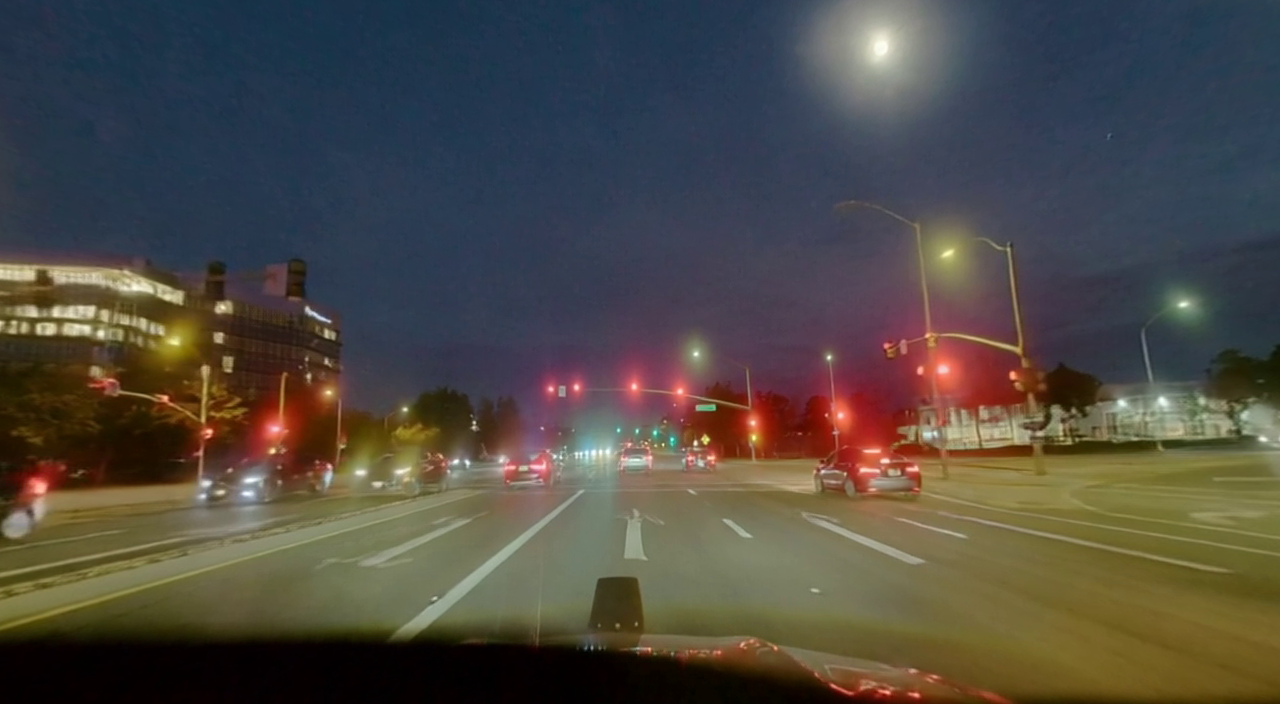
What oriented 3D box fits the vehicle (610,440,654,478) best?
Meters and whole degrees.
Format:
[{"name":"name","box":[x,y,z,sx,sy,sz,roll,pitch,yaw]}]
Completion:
[{"name":"vehicle","box":[-0.349,5.222,31.048,2.008,1.716,4.125,0,-8,0]}]

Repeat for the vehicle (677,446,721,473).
[{"name":"vehicle","box":[3.349,6.210,36.735,2.014,1.430,4.103,0,-8,-2]}]

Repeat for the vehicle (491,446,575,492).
[{"name":"vehicle","box":[-3.702,4.124,22.732,2.163,1.474,4.413,0,-8,2]}]

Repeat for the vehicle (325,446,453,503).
[{"name":"vehicle","box":[-7.423,3.628,19.279,2.013,1.488,4.596,0,-8,0]}]

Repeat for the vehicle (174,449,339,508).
[{"name":"vehicle","box":[-10.955,3.604,18.500,2.047,1.479,4.228,-1,-8,2]}]

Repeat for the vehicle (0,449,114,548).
[{"name":"vehicle","box":[-10.713,2.197,9.358,1.924,1.479,4.508,0,-8,0]}]

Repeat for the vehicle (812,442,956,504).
[{"name":"vehicle","box":[6.442,3.225,17.355,2.028,1.451,4.625,0,-8,-1]}]

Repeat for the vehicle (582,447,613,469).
[{"name":"vehicle","box":[-3.074,7.756,46.268,2.002,1.502,4.057,0,-8,0]}]
